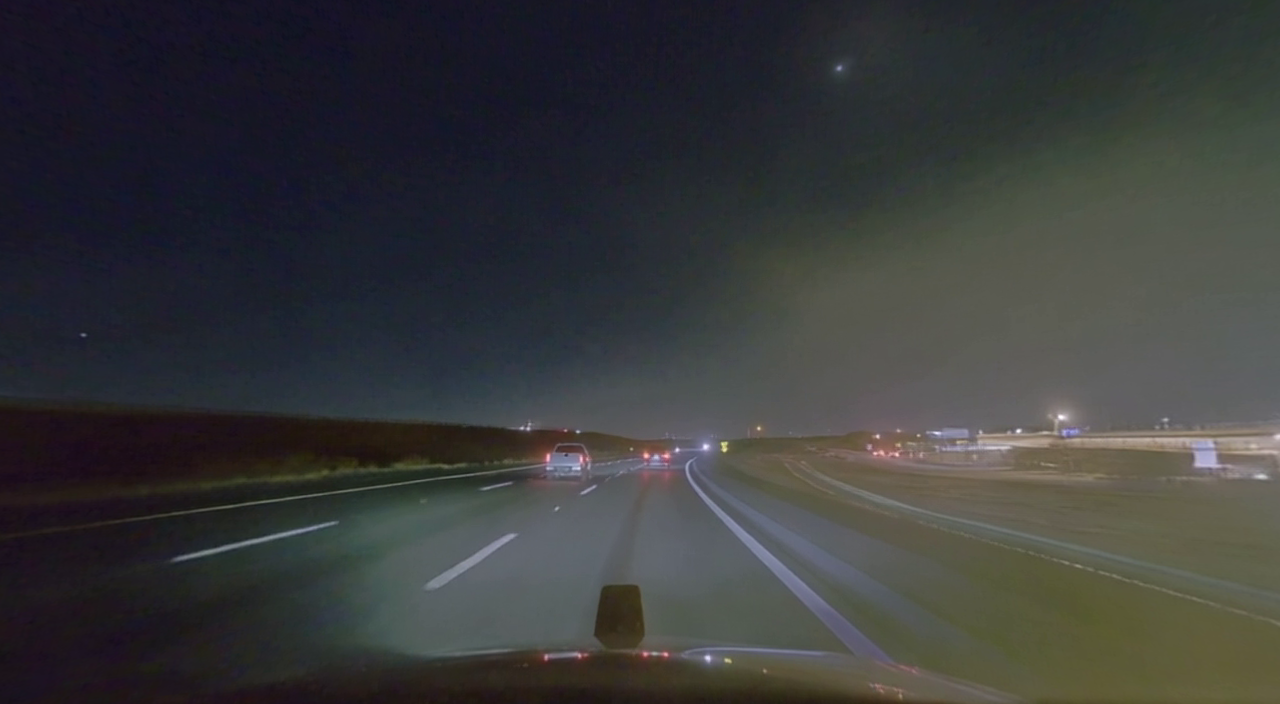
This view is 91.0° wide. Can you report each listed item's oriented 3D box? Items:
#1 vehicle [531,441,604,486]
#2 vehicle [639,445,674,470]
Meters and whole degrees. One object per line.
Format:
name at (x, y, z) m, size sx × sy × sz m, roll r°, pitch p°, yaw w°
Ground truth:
vehicle at (-2.708, 4.308, 24.576) m, size 2.129 × 1.563 × 4.387 m, roll -1°, pitch -9°, yaw 2°
vehicle at (1.107, 6.799, 40.720) m, size 2.129 × 1.502 × 4.321 m, roll -1°, pitch -9°, yaw 2°
